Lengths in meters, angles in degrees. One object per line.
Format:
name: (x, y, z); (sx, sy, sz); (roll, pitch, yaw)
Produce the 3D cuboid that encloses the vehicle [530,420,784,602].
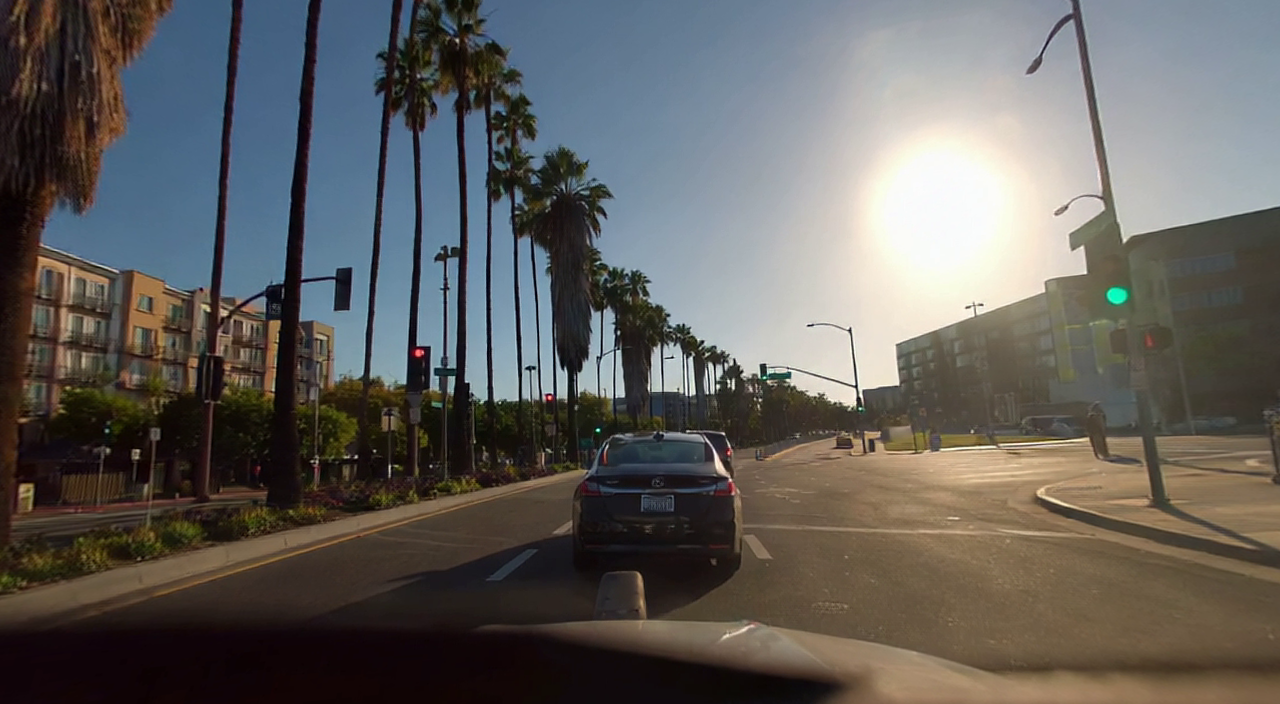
vehicle: (0.160, 1.631, 7.338); (2.096, 1.492, 4.071); (0, -9, 1)
